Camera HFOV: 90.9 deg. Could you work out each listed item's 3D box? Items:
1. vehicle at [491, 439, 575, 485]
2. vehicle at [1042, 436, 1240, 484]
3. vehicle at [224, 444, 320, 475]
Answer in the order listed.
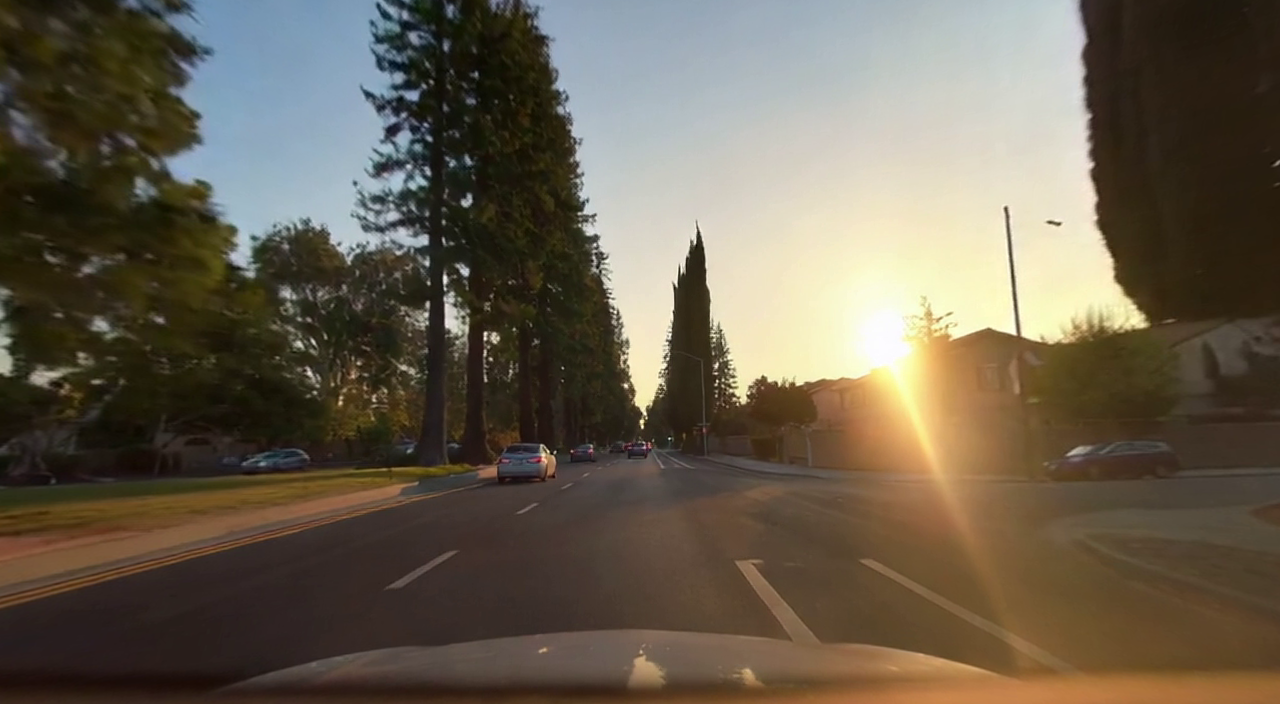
[{"bbox_3d":[-3.723,3.925,22.914,2.188,1.473,4.651,0,-8,1],"label":"vehicle"},{"bbox_3d":[17.194,3.716,21.867,4.970,1.575,2.140,0,-8,2],"label":"vehicle"},{"bbox_3d":[-19.939,5.821,34.487,2.041,1.566,5.174,0,-8,1],"label":"vehicle"}]
